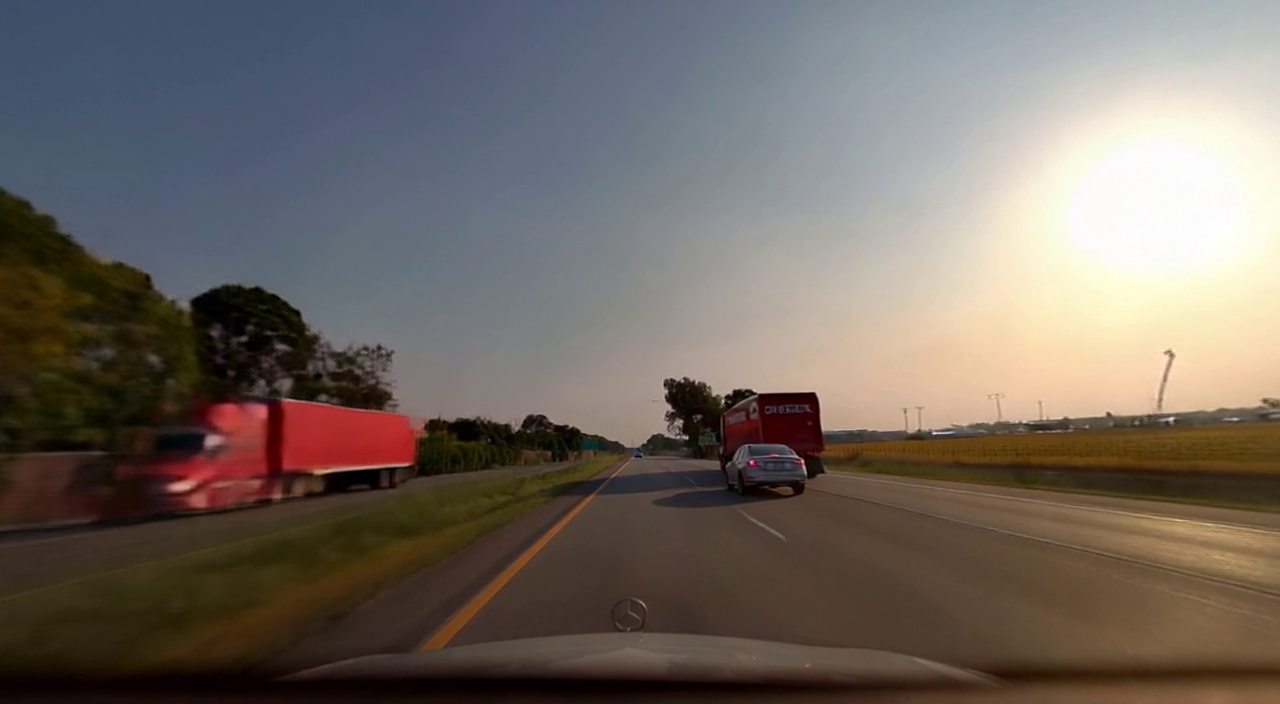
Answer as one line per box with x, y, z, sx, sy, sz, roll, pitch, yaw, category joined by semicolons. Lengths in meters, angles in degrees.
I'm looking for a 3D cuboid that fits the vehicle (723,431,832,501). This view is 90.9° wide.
3.805;3.249;18.283;2.093;1.742;4.167;0;-9;-1;vehicle

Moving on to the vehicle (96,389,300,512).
-15.362;3.508;22.613;2.895;3.760;5.847;0;-9;0;vehicle
